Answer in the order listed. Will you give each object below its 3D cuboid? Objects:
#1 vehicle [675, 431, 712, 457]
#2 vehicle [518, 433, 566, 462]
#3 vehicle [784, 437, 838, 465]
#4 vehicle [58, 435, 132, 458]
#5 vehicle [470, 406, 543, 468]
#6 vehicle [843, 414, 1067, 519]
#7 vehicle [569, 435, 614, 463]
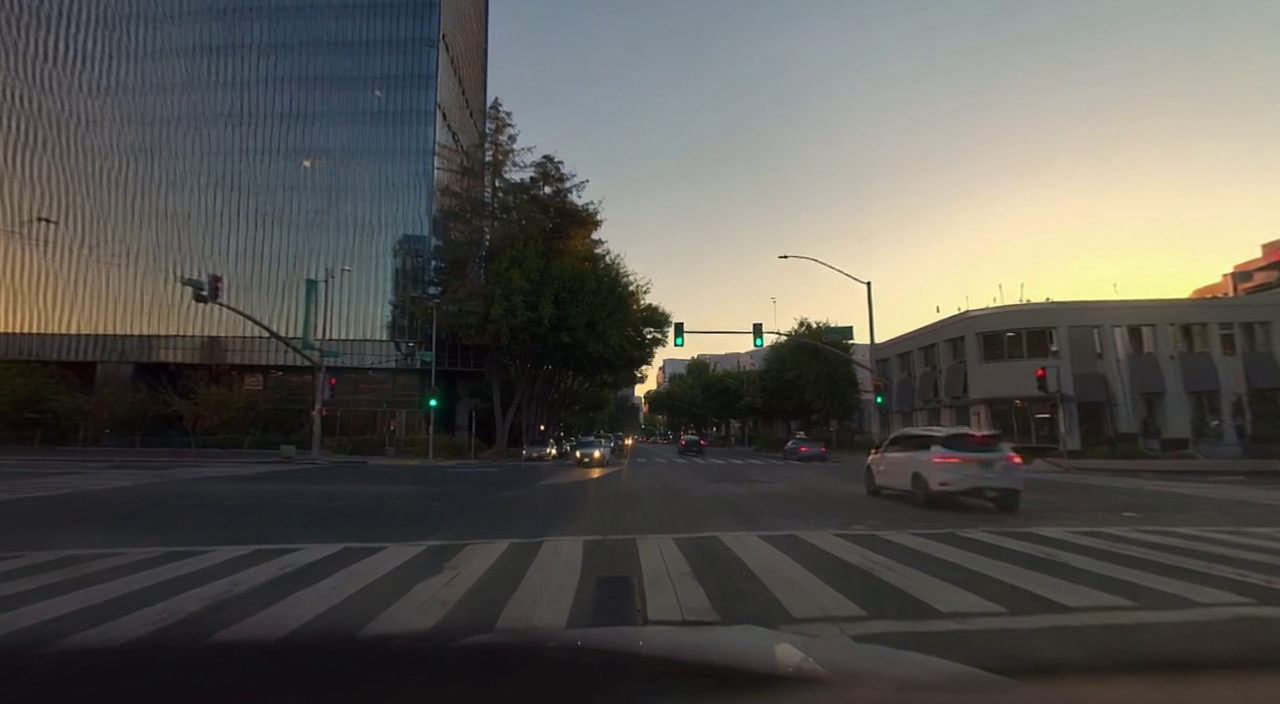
[{"bbox_3d":[3.858,6.702,45.829,2.203,1.801,4.331,0,-8,-1],"label":"vehicle"},{"bbox_3d":[-6.054,5.988,39.374,2.182,1.677,4.384,0,-8,1],"label":"vehicle"},{"bbox_3d":[9.639,5.612,35.702,1.860,1.460,4.379,0,-8,0],"label":"vehicle"},{"bbox_3d":[-35.515,6.170,41.018,1.628,1.448,3.621,1,-9,-2],"label":"vehicle"},{"bbox_3d":[-9.195,5.803,44.311,3.191,3.314,7.914,-6,-2,0],"label":"vehicle"},{"bbox_3d":[6.030,2.266,12.926,2.098,1.723,4.881,0,-8,1],"label":"vehicle"},{"bbox_3d":[-2.760,5.686,36.869,2.147,1.481,4.331,0,-8,2],"label":"vehicle"}]
